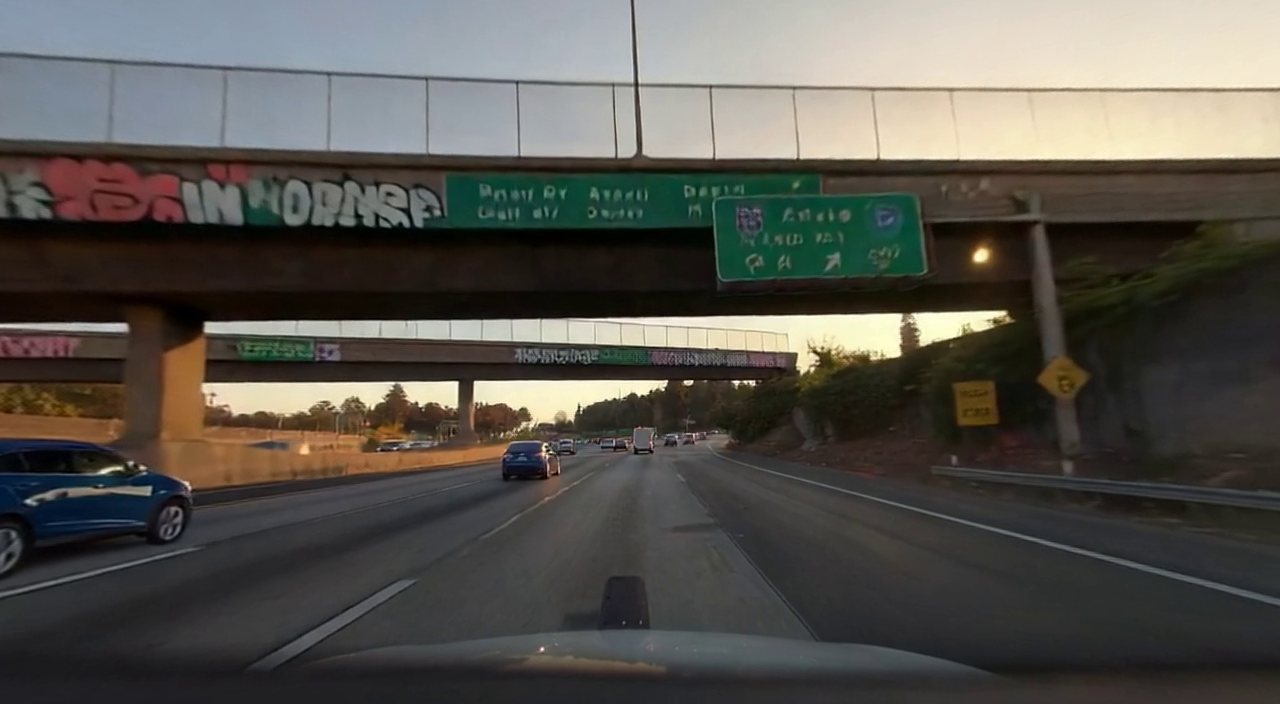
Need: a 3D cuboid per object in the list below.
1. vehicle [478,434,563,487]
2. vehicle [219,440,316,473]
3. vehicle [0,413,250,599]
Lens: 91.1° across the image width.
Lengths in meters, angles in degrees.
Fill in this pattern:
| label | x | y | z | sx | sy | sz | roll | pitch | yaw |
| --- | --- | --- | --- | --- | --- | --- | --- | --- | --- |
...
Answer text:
| label | x | y | z | sx | sy | sz | roll | pitch | yaw |
| --- | --- | --- | --- | --- | --- | --- | --- | --- | --- |
| vehicle | -4.176 | 3.870 | 22.706 | 2.154 | 1.693 | 4.394 | 0 | -8 | 1 |
| vehicle | -22.013 | 6.173 | 37.437 | 2.258 | 1.762 | 5.665 | 0 | -8 | 1 |
| vehicle | -6.687 | 1.601 | 7.137 | 1.969 | 1.633 | 3.962 | 0 | -8 | -1 |
